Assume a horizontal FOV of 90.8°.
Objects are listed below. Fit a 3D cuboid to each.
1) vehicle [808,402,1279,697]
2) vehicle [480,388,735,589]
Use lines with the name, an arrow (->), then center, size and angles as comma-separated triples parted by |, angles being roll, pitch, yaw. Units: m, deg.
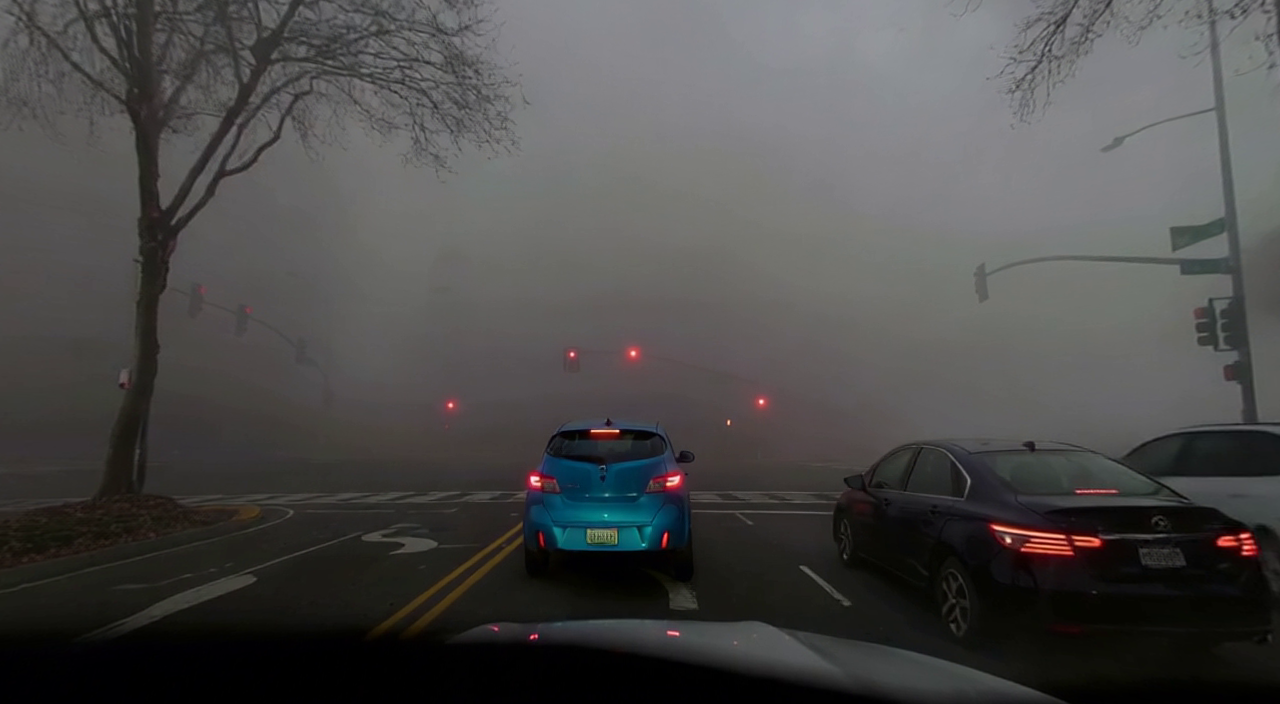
vehicle -> 3.164, 1.399, 5.760 | 1.932, 1.562, 4.629 | 0, -9, -1
vehicle -> -0.345, 1.524, 7.784 | 2.247, 1.760, 4.231 | 0, -9, -2
